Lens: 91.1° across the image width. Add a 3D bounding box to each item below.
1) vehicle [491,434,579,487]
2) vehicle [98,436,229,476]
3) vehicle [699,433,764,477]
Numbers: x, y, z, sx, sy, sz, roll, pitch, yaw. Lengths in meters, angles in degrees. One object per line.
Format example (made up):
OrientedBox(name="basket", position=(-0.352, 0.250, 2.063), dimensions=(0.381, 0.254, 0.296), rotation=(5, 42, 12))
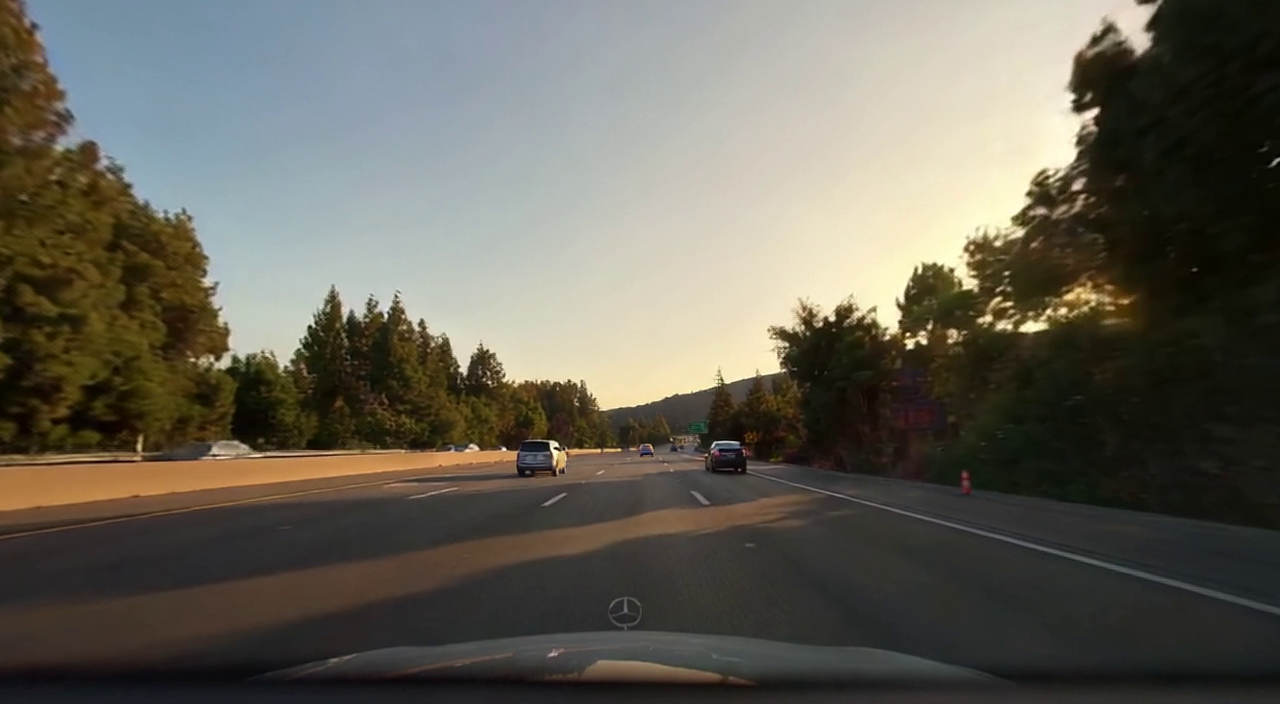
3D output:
OrientedBox(name="vehicle", position=(-3.464, 3.687, 21.646), dimensions=(2.166, 1.608, 4.297), rotation=(0, -8, 2))
OrientedBox(name="vehicle", position=(-21.210, 4.659, 28.294), dimensions=(2.026, 1.632, 4.827), rotation=(0, -8, 1))
OrientedBox(name="vehicle", position=(3.945, 4.541, 27.872), dimensions=(2.149, 1.796, 4.487), rotation=(0, -8, -1))
